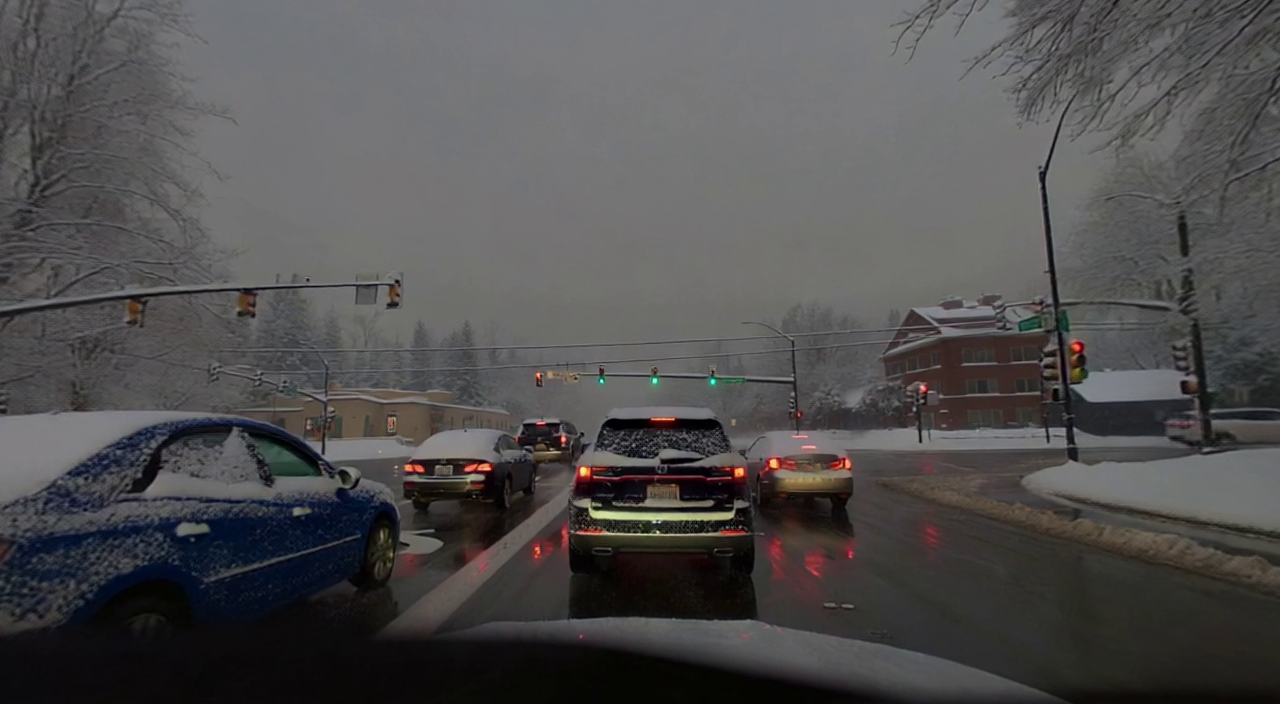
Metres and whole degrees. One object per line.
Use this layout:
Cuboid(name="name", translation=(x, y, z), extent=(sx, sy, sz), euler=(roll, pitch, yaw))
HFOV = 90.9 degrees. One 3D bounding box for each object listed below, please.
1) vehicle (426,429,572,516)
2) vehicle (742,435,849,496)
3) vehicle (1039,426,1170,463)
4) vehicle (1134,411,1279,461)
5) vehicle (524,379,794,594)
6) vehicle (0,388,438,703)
Cuboid(name="vehicle", translation=(-2.682, 2.393, 13.059), extent=(1.851, 1.502, 4.042), euler=(0, -8, 4))
Cuboid(name="vehicle", translation=(4.104, 3.057, 17.348), extent=(1.979, 1.453, 4.011), euler=(0, -8, 1))
Cuboid(name="vehicle", translation=(20.714, 4.144, 28.326), extent=(4.026, 1.573, 2.271), euler=(-1, -8, 8))
Cuboid(name="vehicle", translation=(26.477, 3.639, 27.690), extent=(6.879, 1.984, 2.808), euler=(-2, -7, 5))
Cuboid(name="vehicle", translation=(0.214, 1.464, 7.652), extent=(2.300, 1.832, 4.331), euler=(0, -8, 2))
Cuboid(name="vehicle", translation=(-3.220, 1.193, 4.401), extent=(1.958, 1.494, 4.624), euler=(0, -8, 2))
